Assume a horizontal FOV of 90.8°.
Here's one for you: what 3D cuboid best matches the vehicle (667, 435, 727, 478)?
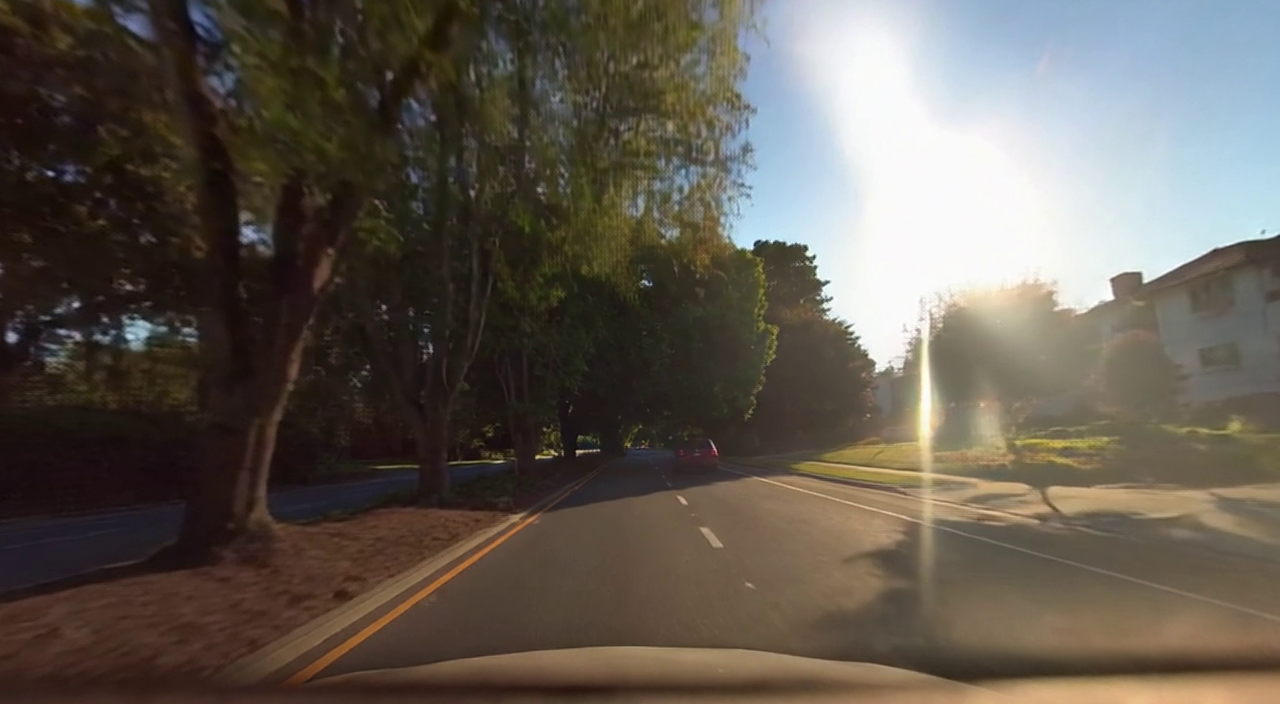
[{"bbox_3d":[2.452,4.653,28.339,2.164,1.725,4.285,0,-9,-1],"label":"vehicle"}]
